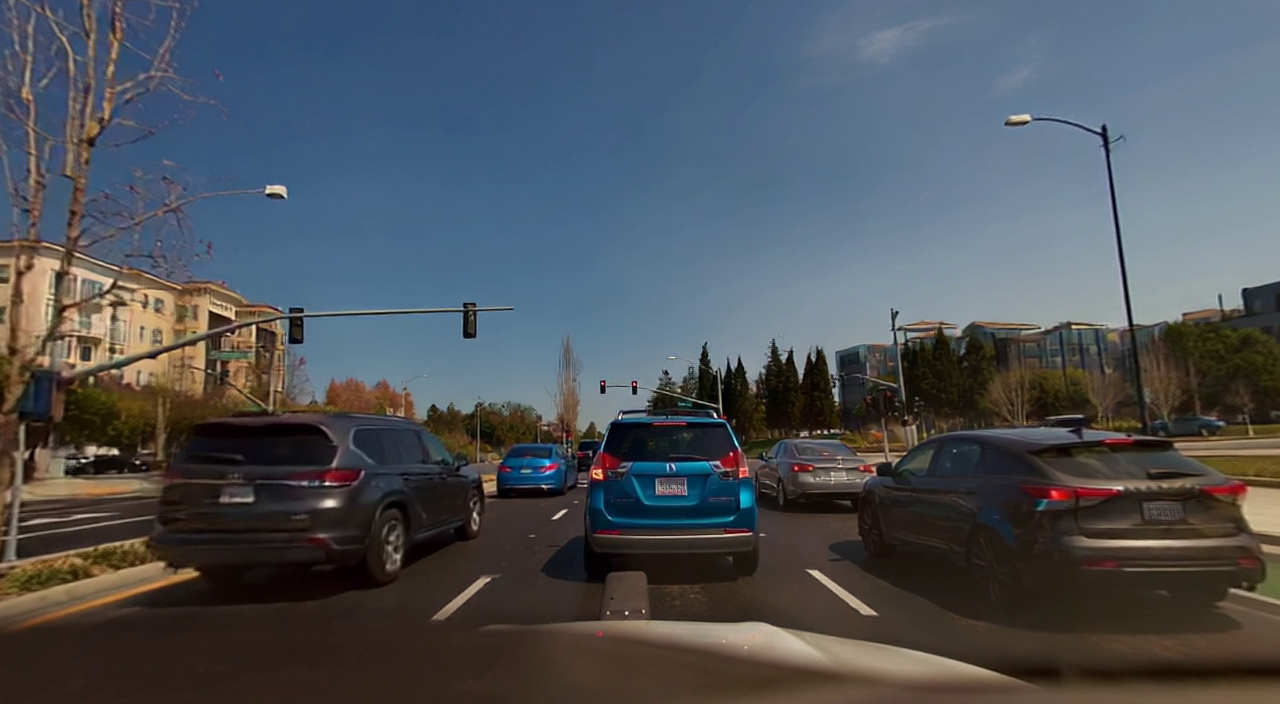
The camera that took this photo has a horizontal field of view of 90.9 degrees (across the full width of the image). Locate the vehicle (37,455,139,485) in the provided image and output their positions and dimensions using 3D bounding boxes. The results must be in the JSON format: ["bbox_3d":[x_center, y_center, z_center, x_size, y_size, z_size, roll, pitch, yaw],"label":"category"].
[{"bbox_3d":[-31.974,6.812,36.571,4.395,1.636,1.926,-1,-9,8],"label":"vehicle"}]

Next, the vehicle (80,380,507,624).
[{"bbox_3d":[-3.120,1.485,7.253,2.054,1.814,4.941,0,-8,0],"label":"vehicle"}]

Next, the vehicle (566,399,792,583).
[{"bbox_3d":[0.379,1.666,8.326,2.172,1.764,4.338,0,-8,0],"label":"vehicle"}]

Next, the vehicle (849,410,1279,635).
[{"bbox_3d":[3.900,1.513,6.578,1.954,1.592,3.992,0,-8,-1],"label":"vehicle"}]

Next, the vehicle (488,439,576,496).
[{"bbox_3d":[-3.073,3.379,18.861,1.876,1.497,4.308,0,-8,0],"label":"vehicle"}]
